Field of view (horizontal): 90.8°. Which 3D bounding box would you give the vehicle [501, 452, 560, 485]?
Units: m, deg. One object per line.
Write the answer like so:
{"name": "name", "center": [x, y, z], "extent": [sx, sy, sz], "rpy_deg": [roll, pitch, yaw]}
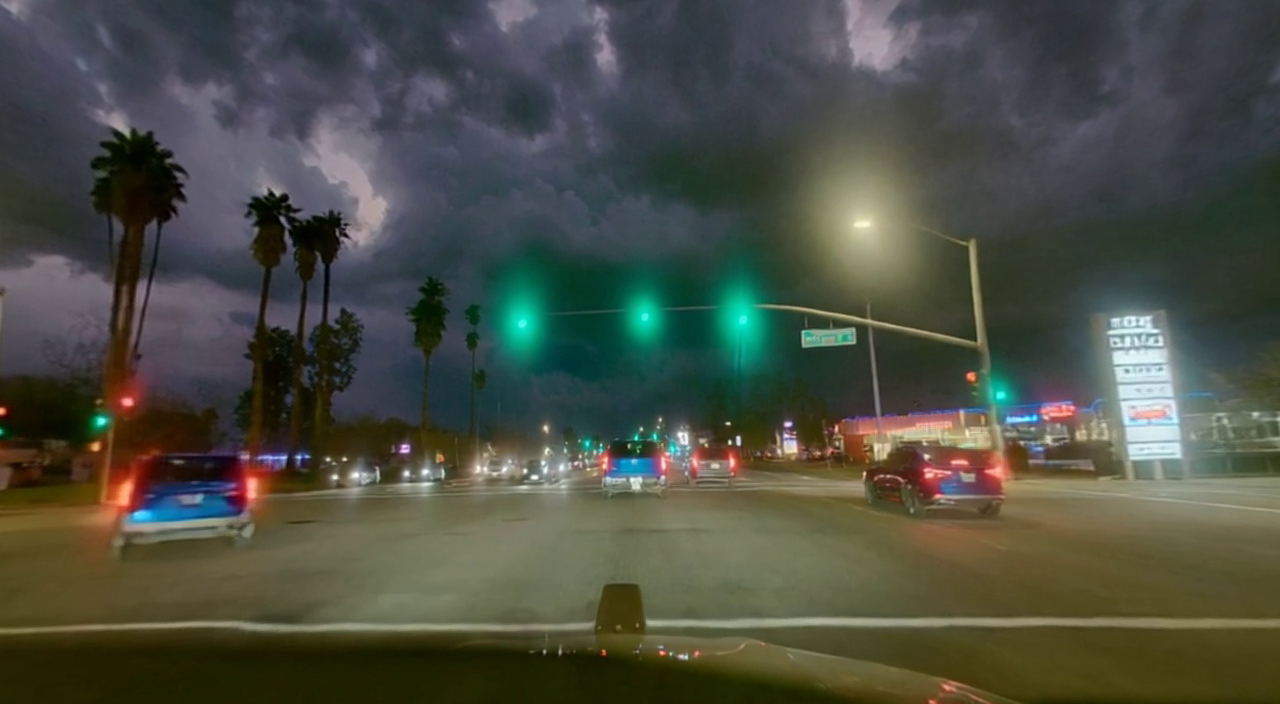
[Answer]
{"name": "vehicle", "center": [-5.173, 5.564, 30.468], "extent": [2.030, 1.441, 4.324], "rpy_deg": [0, -9, 1]}

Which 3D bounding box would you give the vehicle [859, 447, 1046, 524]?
{"name": "vehicle", "center": [6.779, 2.898, 14.358], "extent": [1.944, 1.447, 4.309], "rpy_deg": [0, -9, -1]}

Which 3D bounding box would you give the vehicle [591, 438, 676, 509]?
{"name": "vehicle", "center": [-0.237, 3.402, 18.183], "extent": [2.151, 1.787, 4.109], "rpy_deg": [0, -9, -2]}

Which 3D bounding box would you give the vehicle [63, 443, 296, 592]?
{"name": "vehicle", "center": [-6.884, 2.226, 9.576], "extent": [2.201, 1.644, 4.465], "rpy_deg": [6, -11, -36]}

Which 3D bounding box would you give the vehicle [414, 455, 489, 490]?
{"name": "vehicle", "center": [-8.573, 5.472, 29.099], "extent": [2.061, 1.415, 4.289], "rpy_deg": [0, -9, 1]}

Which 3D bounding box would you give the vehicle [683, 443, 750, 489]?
{"name": "vehicle", "center": [3.024, 4.609, 25.900], "extent": [2.112, 1.710, 4.234], "rpy_deg": [0, -9, -2]}

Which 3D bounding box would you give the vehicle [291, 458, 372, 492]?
{"name": "vehicle", "center": [-15.358, 6.132, 31.682], "extent": [2.048, 1.494, 4.069], "rpy_deg": [0, -9, -1]}

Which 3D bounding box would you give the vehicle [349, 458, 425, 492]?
{"name": "vehicle", "center": [-11.874, 5.786, 29.977], "extent": [1.850, 1.414, 4.184], "rpy_deg": [0, -9, 1]}
